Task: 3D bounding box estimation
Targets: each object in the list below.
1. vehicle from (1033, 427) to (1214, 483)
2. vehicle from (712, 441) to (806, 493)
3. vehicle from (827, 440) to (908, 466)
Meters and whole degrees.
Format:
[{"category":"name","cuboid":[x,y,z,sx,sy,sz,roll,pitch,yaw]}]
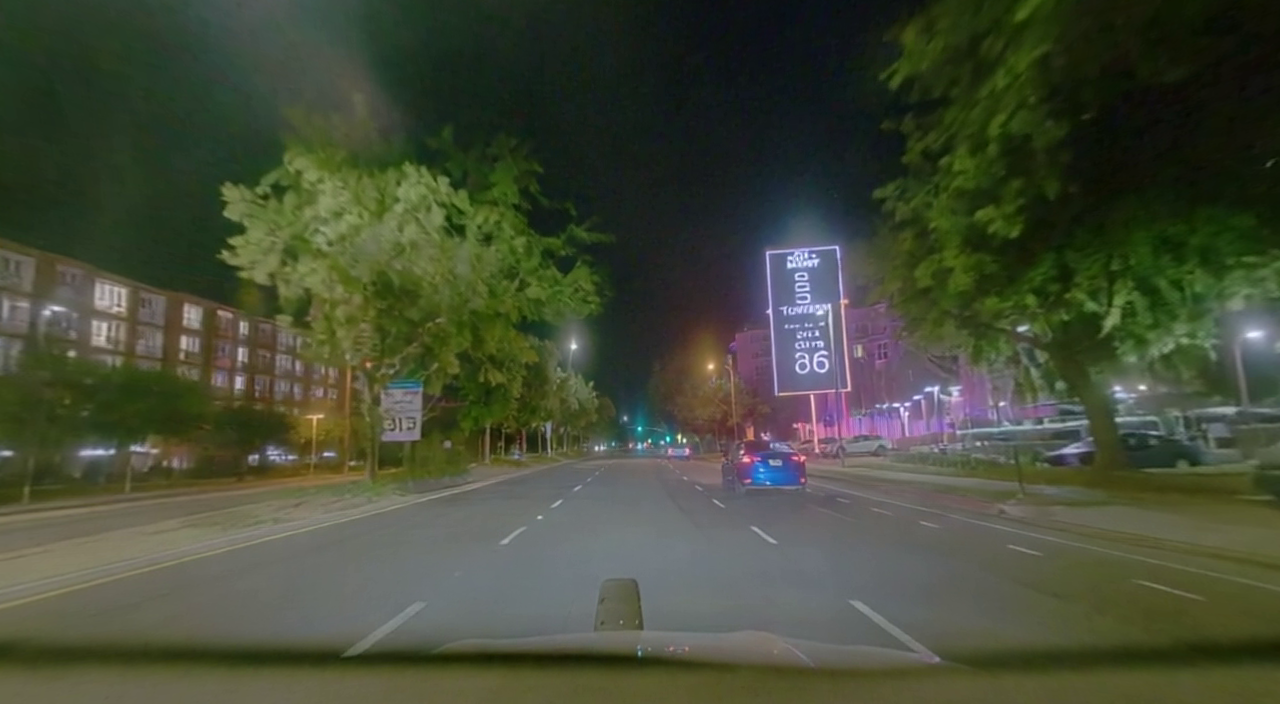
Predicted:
[{"category":"vehicle","cuboid":[15.403,3.289,20.328,4.112,1.642,2.055,0,-8,-2]},{"category":"vehicle","cuboid":[3.699,3.661,20.611,2.033,1.482,4.571,0,-8,-2]},{"category":"vehicle","cuboid":[15.792,7.037,44.016,4.684,1.448,2.090,-4,-8,-2]}]
